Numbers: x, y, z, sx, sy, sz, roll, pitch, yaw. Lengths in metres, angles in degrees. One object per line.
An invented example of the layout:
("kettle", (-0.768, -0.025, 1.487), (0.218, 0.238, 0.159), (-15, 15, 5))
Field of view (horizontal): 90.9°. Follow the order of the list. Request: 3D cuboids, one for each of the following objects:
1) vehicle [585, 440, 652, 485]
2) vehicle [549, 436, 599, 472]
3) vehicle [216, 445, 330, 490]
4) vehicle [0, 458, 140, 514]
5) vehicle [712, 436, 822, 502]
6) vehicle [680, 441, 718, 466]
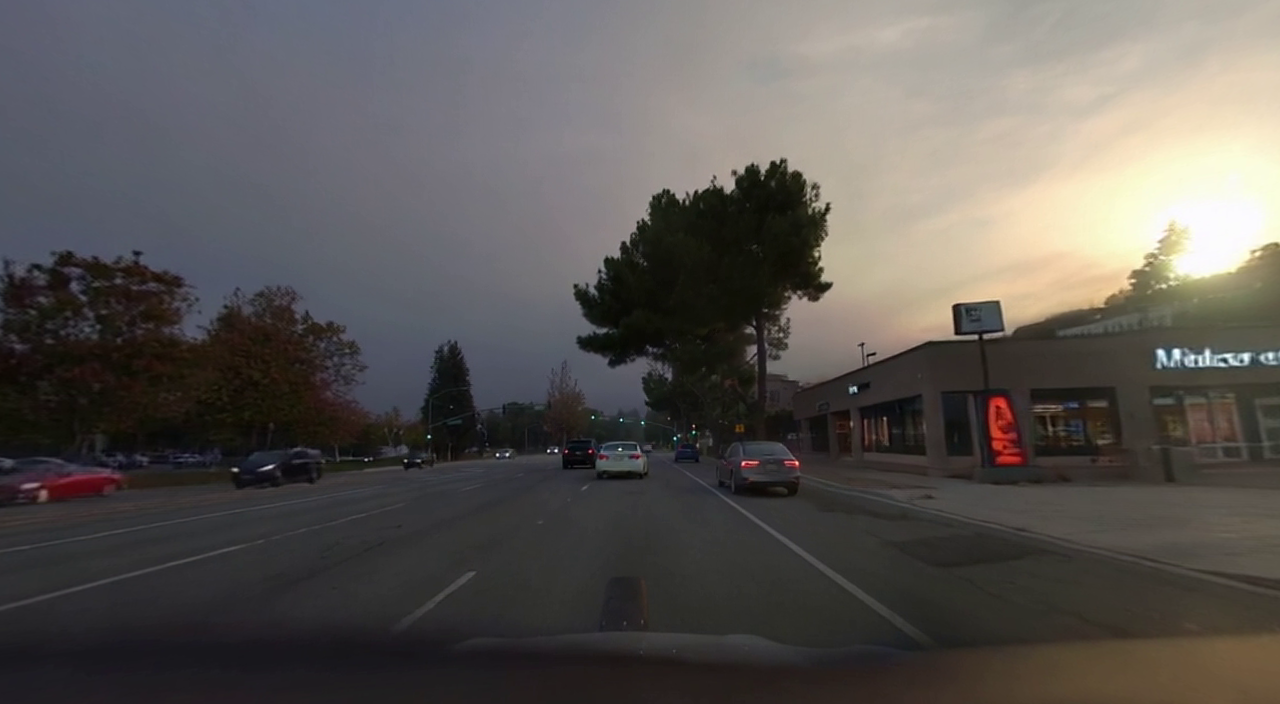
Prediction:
("vehicle", (-0.663, 3.877, 22.426), (1.971, 1.433, 3.923), (-1, -9, 4))
("vehicle", (-3.325, 5.264, 32.824), (2.023, 1.720, 4.452), (-1, -9, 1))
("vehicle", (-15.267, 4.798, 26.580), (1.957, 1.732, 4.568), (0, -9, 1))
("vehicle", (-19.278, 4.278, 20.584), (1.984, 1.481, 4.752), (0, -9, 0))
("vehicle", (3.171, 3.016, 16.686), (1.948, 1.474, 4.360), (0, -9, -1))
("vehicle", (3.695, 6.449, 40.244), (1.913, 1.463, 4.198), (0, -9, -1))
